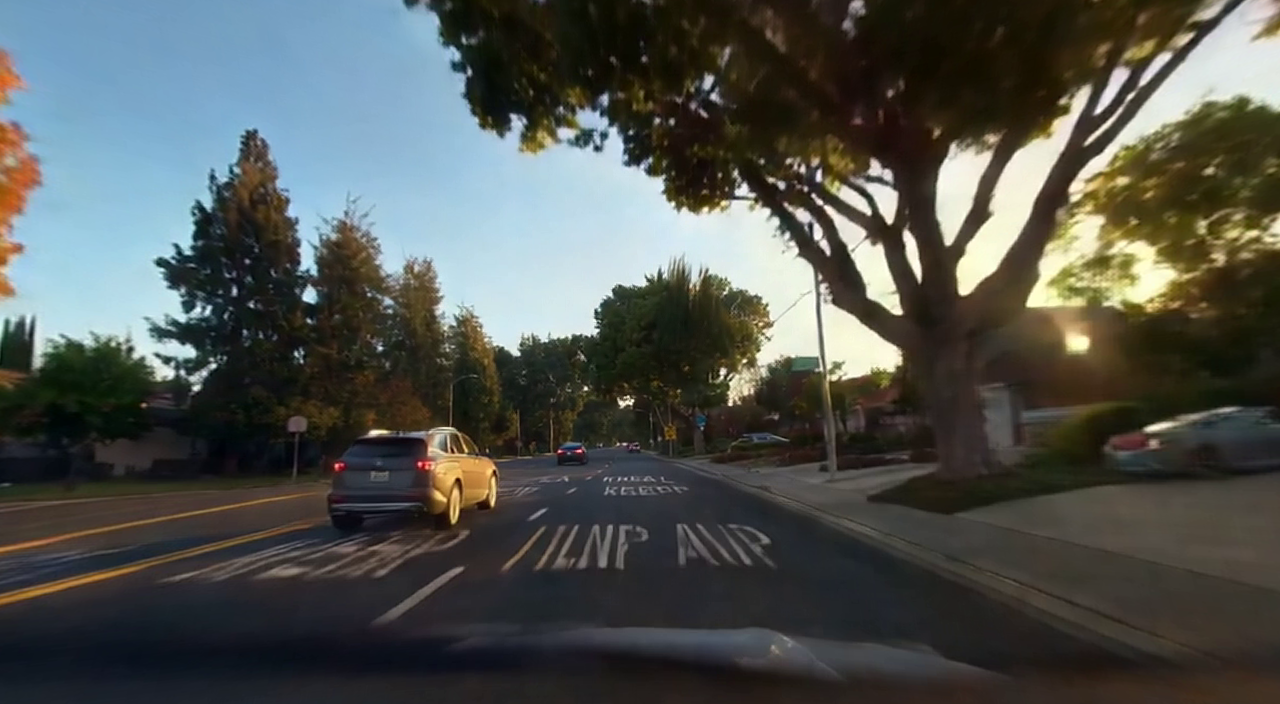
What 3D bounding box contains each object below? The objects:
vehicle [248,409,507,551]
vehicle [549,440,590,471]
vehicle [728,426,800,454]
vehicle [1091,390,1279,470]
[{"bbox_3d":[-3.784,1.941,10.202,2.190,1.766,4.394,0,-8,2],"label":"vehicle"},{"bbox_3d":[-3.734,5.547,33.932,1.802,1.528,3.490,0,-8,-1],"label":"vehicle"},{"bbox_3d":[9.355,6.699,47.890,4.944,2.023,1.973,0,-8,-3],"label":"vehicle"},{"bbox_3d":[12.352,1.629,13.087,4.411,1.522,2.004,0,-8,-1],"label":"vehicle"}]
